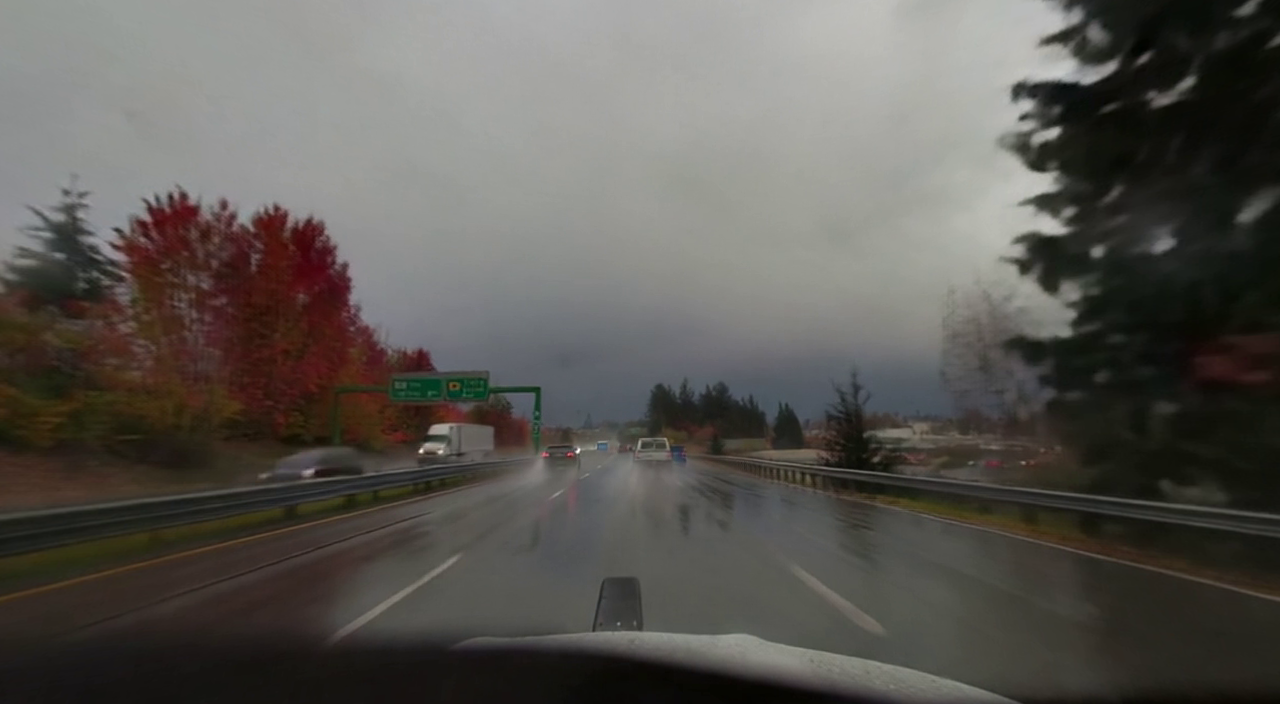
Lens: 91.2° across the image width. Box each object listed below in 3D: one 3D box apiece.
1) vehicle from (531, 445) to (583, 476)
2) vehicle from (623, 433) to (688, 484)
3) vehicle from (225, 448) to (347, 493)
[{"bbox_3d":[-4.018,5.335,31.014,2.037,1.418,3.793,0,-9,0],"label":"vehicle"},{"bbox_3d":[0.483,4.016,23.832,2.250,1.718,4.358,0,-9,-1],"label":"vehicle"},{"bbox_3d":[-13.326,4.462,23.991,1.955,1.523,4.689,0,-9,-1],"label":"vehicle"}]
